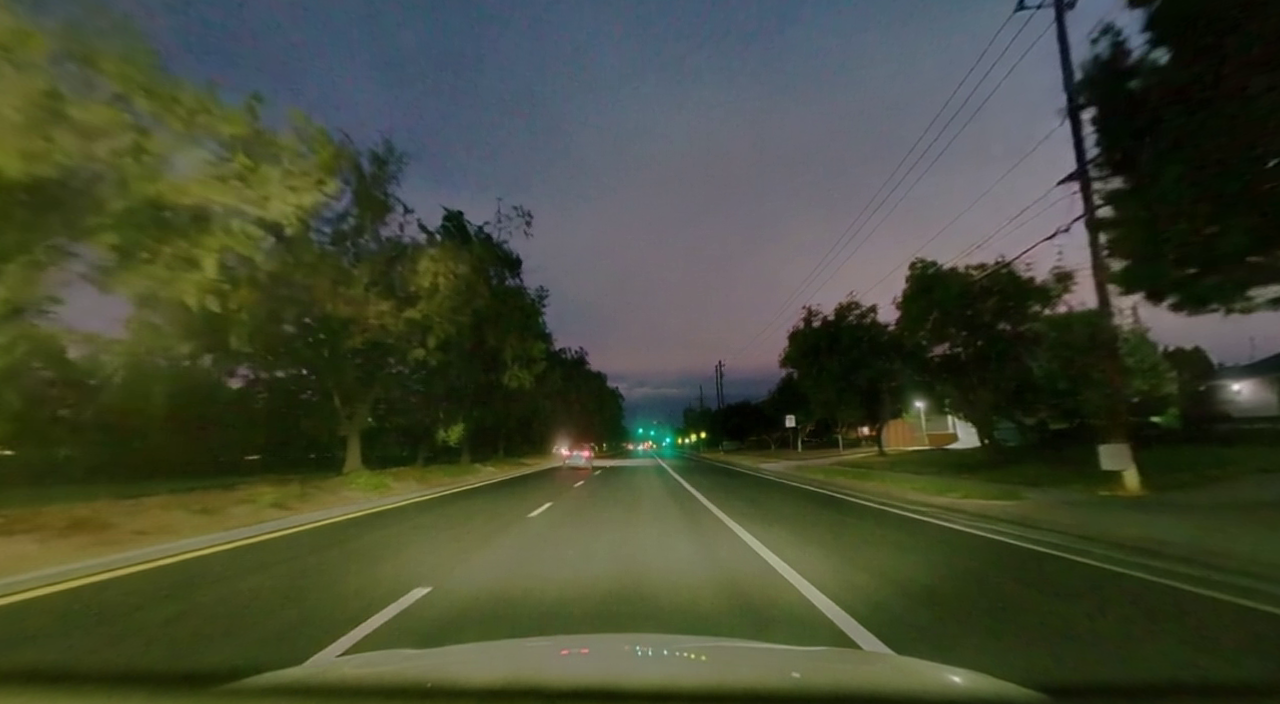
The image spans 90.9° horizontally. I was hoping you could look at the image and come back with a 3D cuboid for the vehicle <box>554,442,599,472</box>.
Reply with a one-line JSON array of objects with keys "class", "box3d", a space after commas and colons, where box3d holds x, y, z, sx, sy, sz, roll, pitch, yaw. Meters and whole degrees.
[{"class": "vehicle", "box3d": [-3.445, 5.764, 34.800, 2.007, 1.514, 4.049, -1, -8, 1]}]
